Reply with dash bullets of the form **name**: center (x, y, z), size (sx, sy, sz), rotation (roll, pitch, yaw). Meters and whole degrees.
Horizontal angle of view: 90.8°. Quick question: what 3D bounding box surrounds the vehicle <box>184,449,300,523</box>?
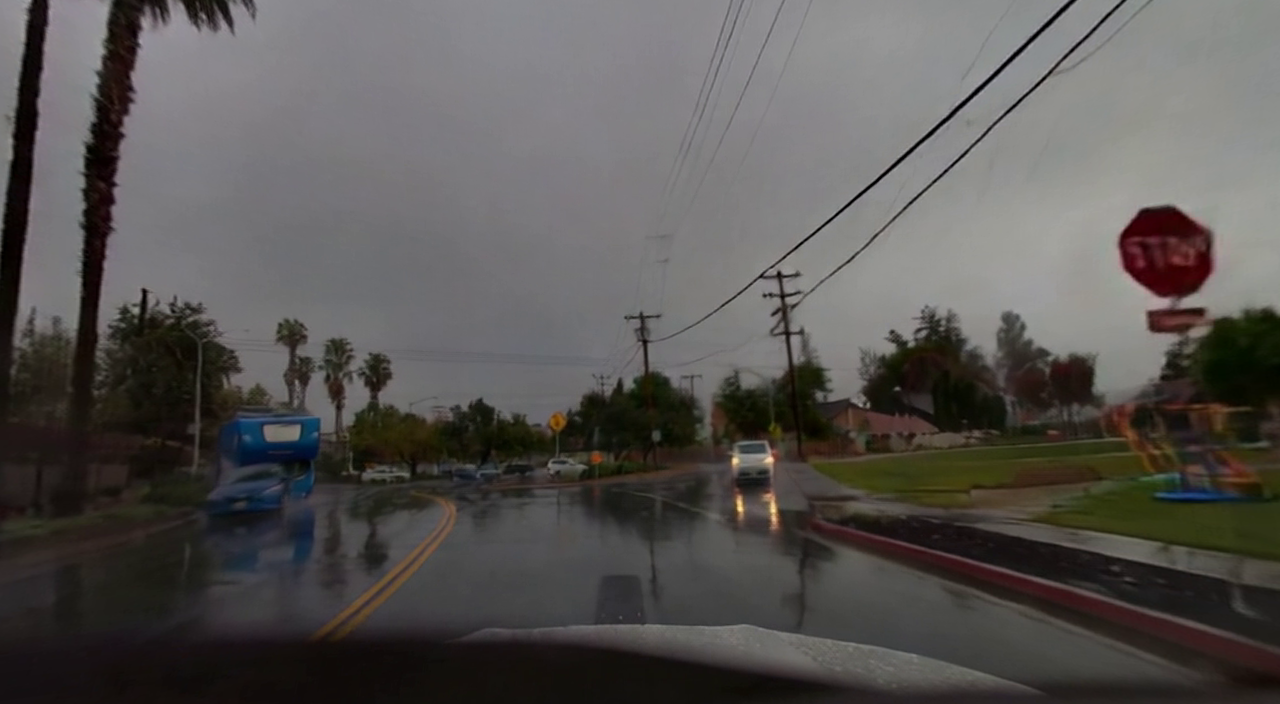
- **vehicle**: center (-11.044, 3.640, 17.908), size (2.103, 1.599, 4.865), rotation (3, -8, -25)

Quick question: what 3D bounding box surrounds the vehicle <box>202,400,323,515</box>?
- **vehicle**: center (-16.041, 4.147, 26.267), size (3.216, 3.720, 11.364), rotation (4, -9, -35)

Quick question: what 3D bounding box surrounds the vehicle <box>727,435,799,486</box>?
- **vehicle**: center (5.240, 4.650, 27.754), size (2.508, 1.887, 5.930), rotation (-1, -7, 6)

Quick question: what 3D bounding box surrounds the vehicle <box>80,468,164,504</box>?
- **vehicle**: center (-35.444, 9.092, 43.200), size (5.757, 2.044, 2.213), rotation (-4, -8, 27)

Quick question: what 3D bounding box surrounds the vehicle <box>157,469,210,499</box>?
- **vehicle**: center (-28.352, 8.136, 39.169), size (2.025, 1.504, 4.164), rotation (6, -10, -43)
